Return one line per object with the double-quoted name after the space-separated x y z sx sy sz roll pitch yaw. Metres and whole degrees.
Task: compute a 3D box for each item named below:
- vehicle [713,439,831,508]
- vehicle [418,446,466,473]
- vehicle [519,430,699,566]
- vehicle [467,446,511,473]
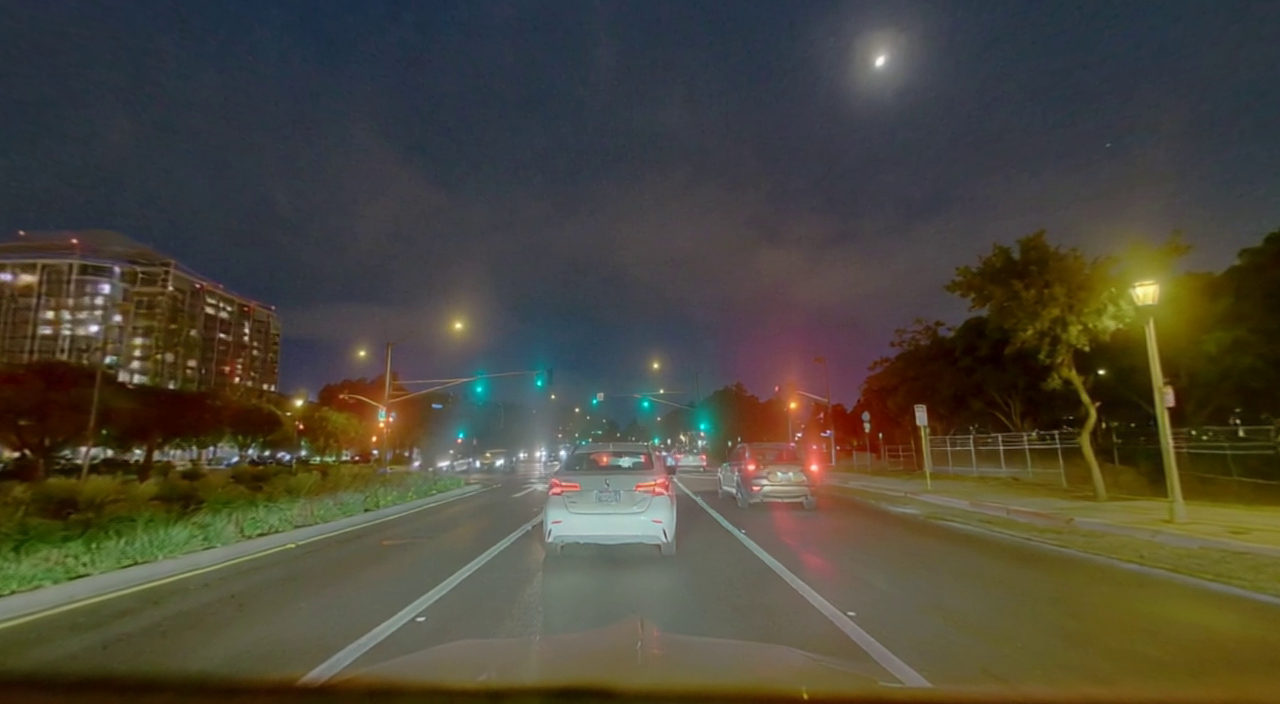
3.117 2.962 15.882 1.910 1.474 4.263 0 -9 -2 "vehicle"
-13.597 7.392 43.705 1.985 1.689 4.461 0 -9 -2 "vehicle"
-0.387 1.903 8.889 2.006 1.487 3.535 0 -9 -1 "vehicle"
-9.087 6.503 38.307 1.824 1.513 4.254 0 -9 -3 "vehicle"
